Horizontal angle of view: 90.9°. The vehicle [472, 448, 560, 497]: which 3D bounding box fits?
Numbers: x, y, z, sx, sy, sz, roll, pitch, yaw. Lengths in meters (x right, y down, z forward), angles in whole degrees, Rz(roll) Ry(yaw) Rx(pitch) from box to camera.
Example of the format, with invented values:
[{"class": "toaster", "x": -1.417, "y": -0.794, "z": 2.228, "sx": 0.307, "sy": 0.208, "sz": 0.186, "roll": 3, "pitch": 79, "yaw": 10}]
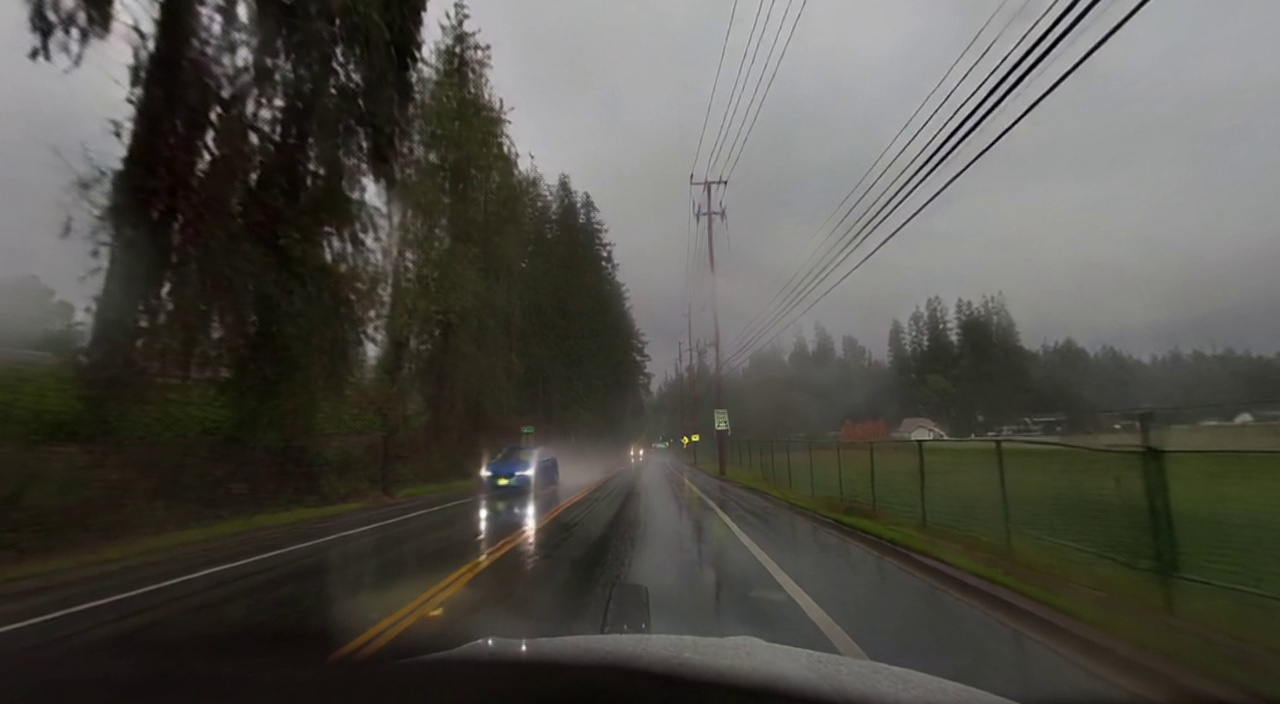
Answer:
[{"class": "vehicle", "x": -4.066, "y": 4.031, "z": 21.539, "sx": 1.975, "sy": 1.481, "sz": 4.445, "roll": -1, "pitch": -9, "yaw": 2}]
